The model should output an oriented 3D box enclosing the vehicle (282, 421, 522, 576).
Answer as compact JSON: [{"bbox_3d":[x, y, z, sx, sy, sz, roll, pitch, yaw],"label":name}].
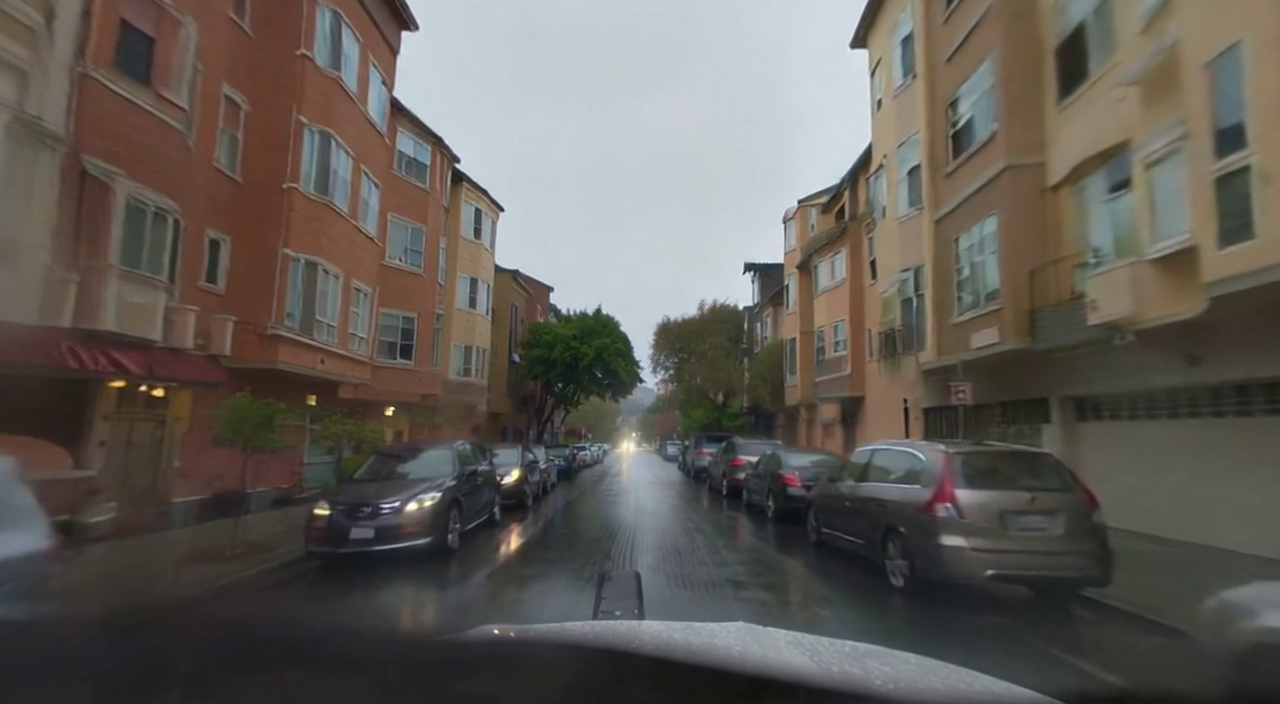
[{"bbox_3d":[-3.281,1.991,9.791,2.081,1.679,4.506,-3,-6,-1],"label":"vehicle"}]

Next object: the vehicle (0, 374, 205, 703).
[{"bbox_3d":[-3.220,0.801,1.026,2.175,1.710,4.000,-2,-9,-1],"label":"vehicle"}]

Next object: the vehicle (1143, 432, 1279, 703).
[{"bbox_3d":[3.516,0.878,0.859,1.904,1.476,4.480,3,-8,-2],"label":"vehicle"}]

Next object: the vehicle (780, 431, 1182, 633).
[{"bbox_3d":[3.285,1.755,7.413,1.968,1.595,4.543,1,-8,-4],"label":"vehicle"}]
